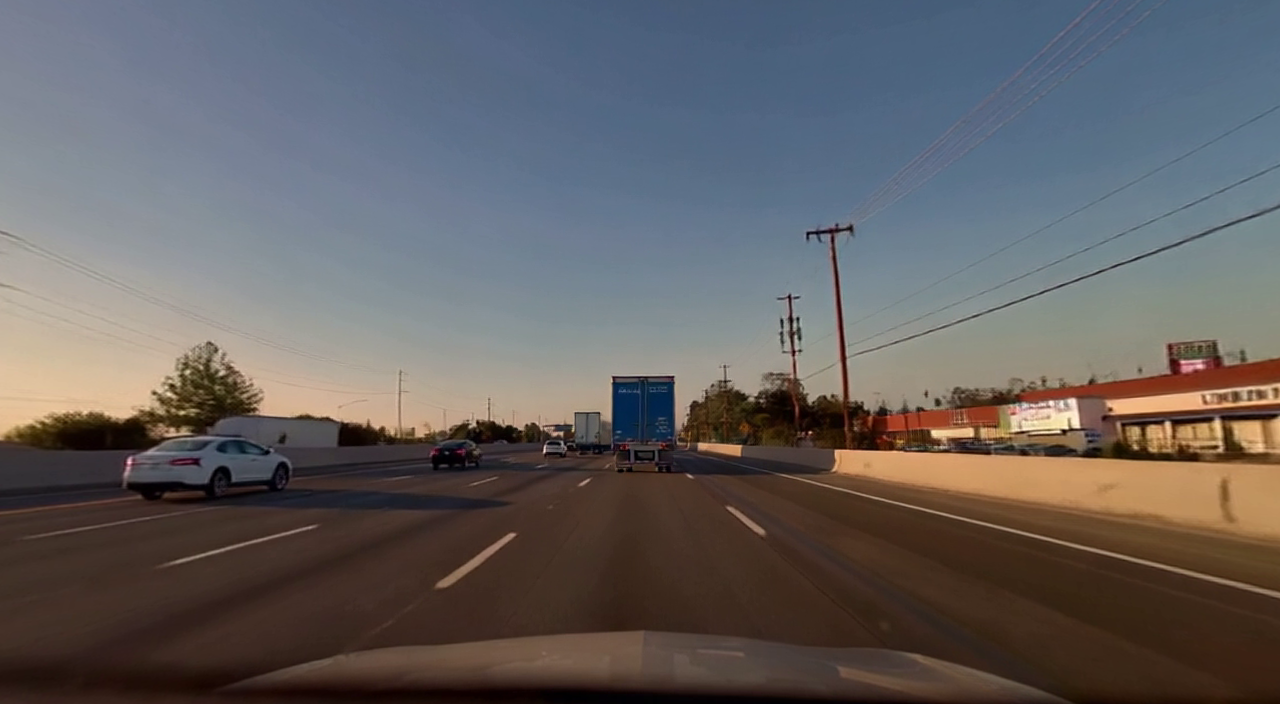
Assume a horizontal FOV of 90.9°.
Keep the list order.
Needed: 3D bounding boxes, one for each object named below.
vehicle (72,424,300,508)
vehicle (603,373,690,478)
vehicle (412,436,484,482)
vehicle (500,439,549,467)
[{"bbox_3d":[-10.928,2.779,15.790,2.046,1.779,4.752,0,-9,2],"label":"vehicle"},{"bbox_3d":[0.124,3.247,26.626,2.941,3.604,9.851,0,-9,-1],"label":"vehicle"},{"bbox_3d":[-7.021,3.912,23.288,1.736,1.580,2.778,0,-9,0],"label":"vehicle"},{"bbox_3d":[-6.567,5.807,36.348,1.933,1.459,4.478,0,-9,0],"label":"vehicle"}]
